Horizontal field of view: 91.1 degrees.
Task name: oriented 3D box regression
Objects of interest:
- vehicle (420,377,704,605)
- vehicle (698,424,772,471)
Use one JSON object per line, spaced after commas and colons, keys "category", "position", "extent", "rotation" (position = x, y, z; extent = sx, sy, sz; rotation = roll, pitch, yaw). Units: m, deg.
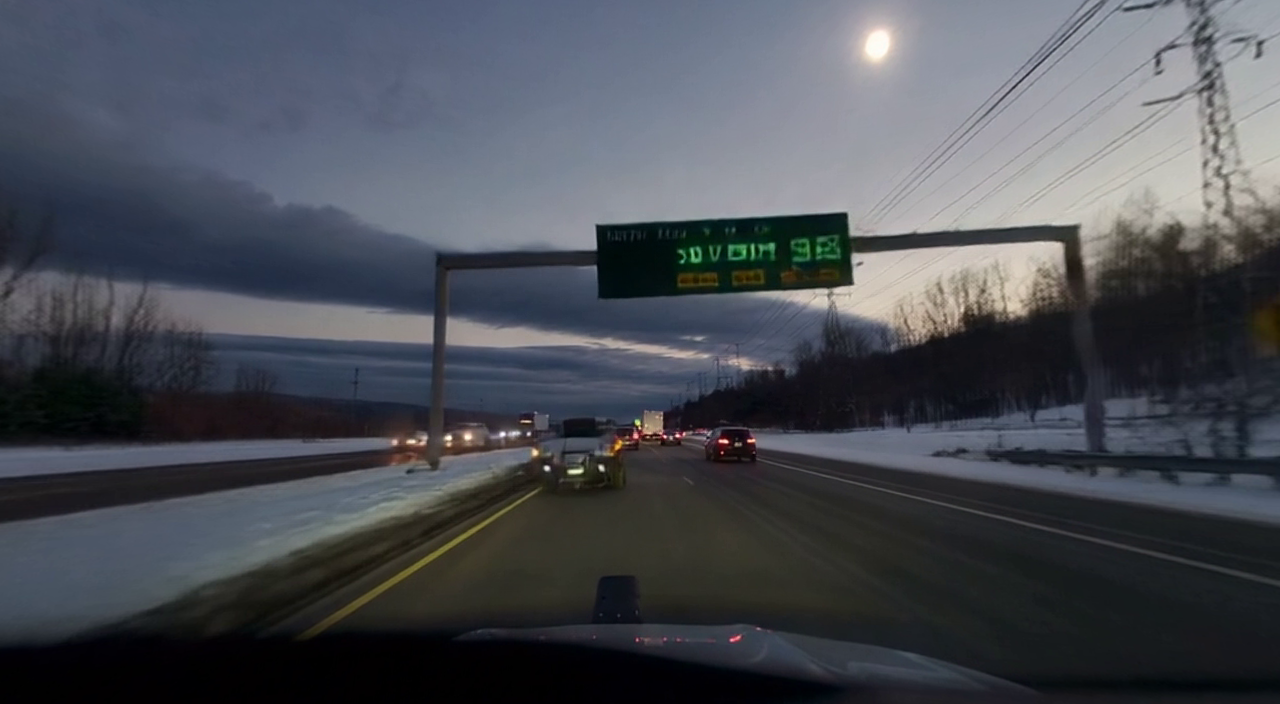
{"category": "vehicle", "position": [-0.616, 1.306, 6.836], "extent": [2.134, 1.710, 4.049], "rotation": [0, -7, -1]}
{"category": "vehicle", "position": [3.420, 3.517, 23.326], "extent": [2.062, 1.581, 3.914], "rotation": [0, -8, -1]}
